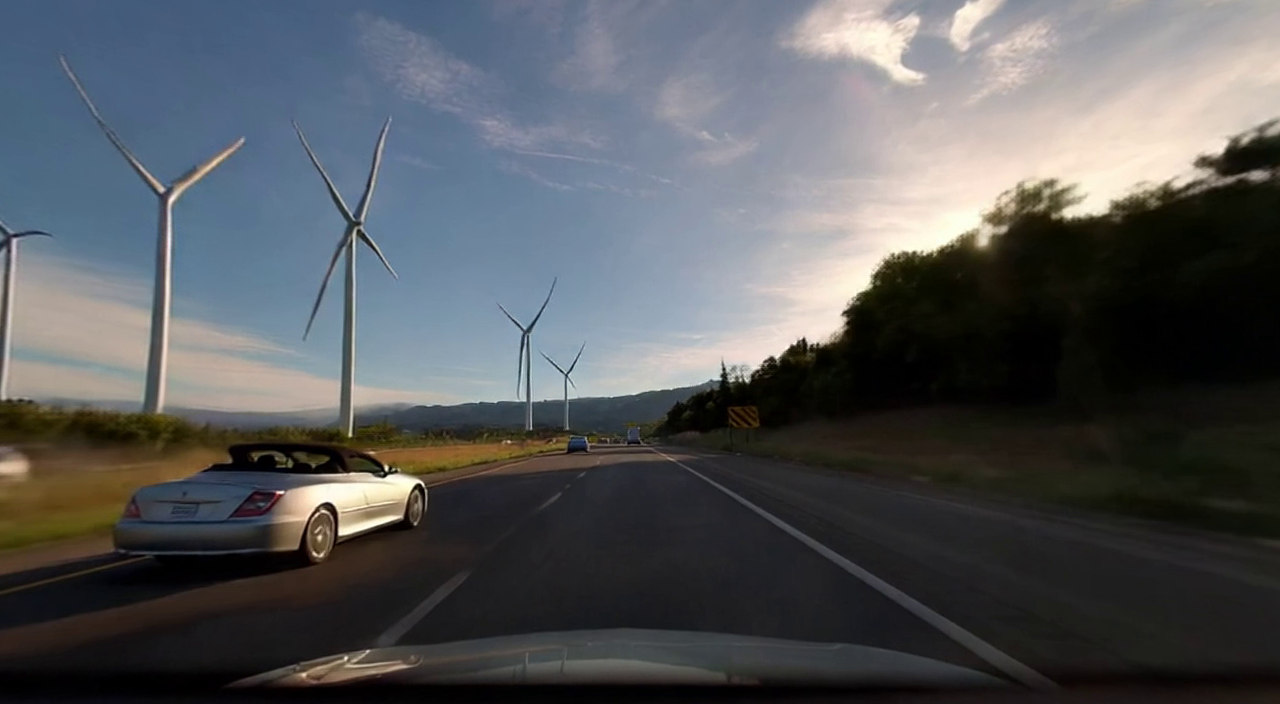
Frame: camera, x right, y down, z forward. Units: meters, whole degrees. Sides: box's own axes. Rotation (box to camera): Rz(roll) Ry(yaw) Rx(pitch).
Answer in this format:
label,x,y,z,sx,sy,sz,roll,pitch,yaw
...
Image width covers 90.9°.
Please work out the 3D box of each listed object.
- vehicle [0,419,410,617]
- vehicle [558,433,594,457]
label,x,y,z,sx,sy,sz,roll,pitch,yaw
vehicle,-4.177,1.483,6.691,1.969,1.413,4.194,0,-8,-1
vehicle,-4.095,5.984,40.649,2.024,1.456,3.754,0,-8,-1
